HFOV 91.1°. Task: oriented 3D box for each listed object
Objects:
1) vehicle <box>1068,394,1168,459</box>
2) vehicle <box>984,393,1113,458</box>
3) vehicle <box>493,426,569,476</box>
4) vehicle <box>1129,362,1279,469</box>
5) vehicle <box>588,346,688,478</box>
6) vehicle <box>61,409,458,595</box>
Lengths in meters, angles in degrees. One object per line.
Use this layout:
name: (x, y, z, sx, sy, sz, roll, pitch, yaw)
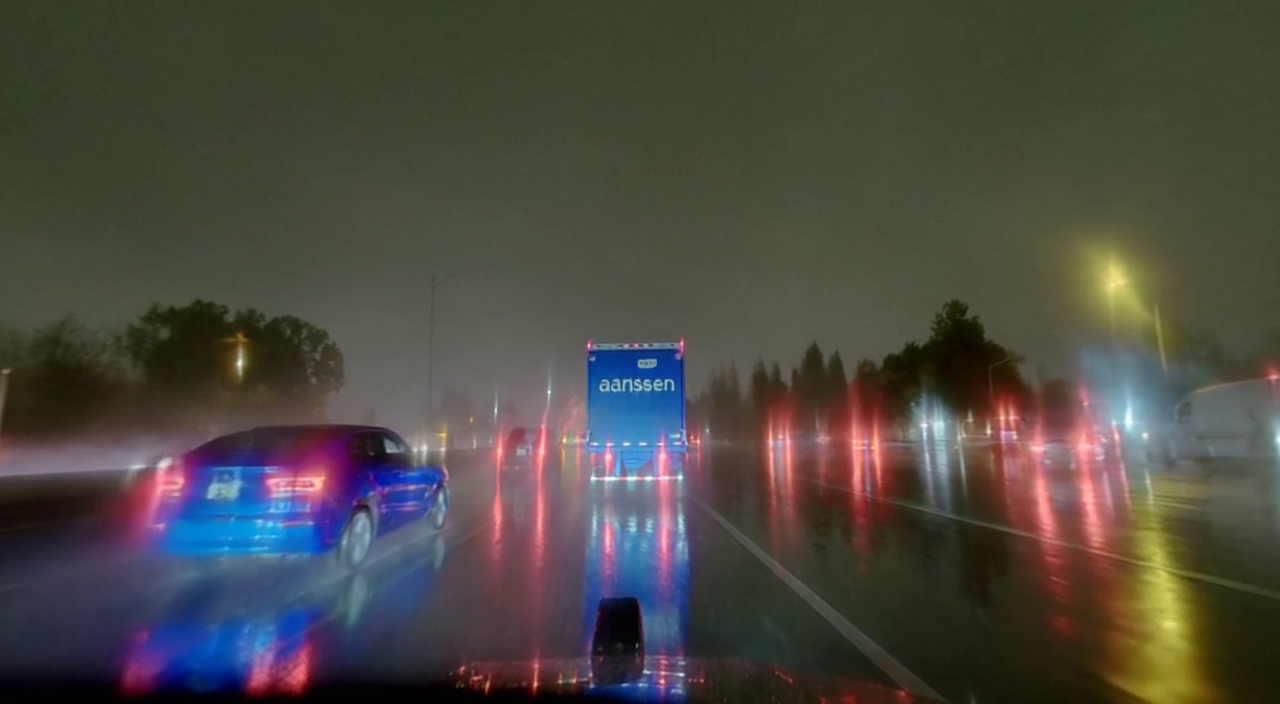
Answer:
vehicle: (19.584, 3.081, 25.909, 1.658, 2.523, 2.851, 0, -8, -1)
vehicle: (18.950, 3.484, 29.613, 2.432, 2.753, 5.388, 0, -8, 1)
vehicle: (-3.710, 3.440, 22.127, 1.946, 1.599, 4.073, 0, -8, 0)
vehicle: (19.389, 2.141, 20.276, 2.443, 3.006, 5.844, 0, -8, 0)
vehicle: (-0.115, 2.616, 25.609, 3.171, 4.204, 11.036, 0, -8, -1)
vehicle: (-3.771, 1.527, 7.405, 1.964, 1.507, 4.361, 0, -8, 0)
